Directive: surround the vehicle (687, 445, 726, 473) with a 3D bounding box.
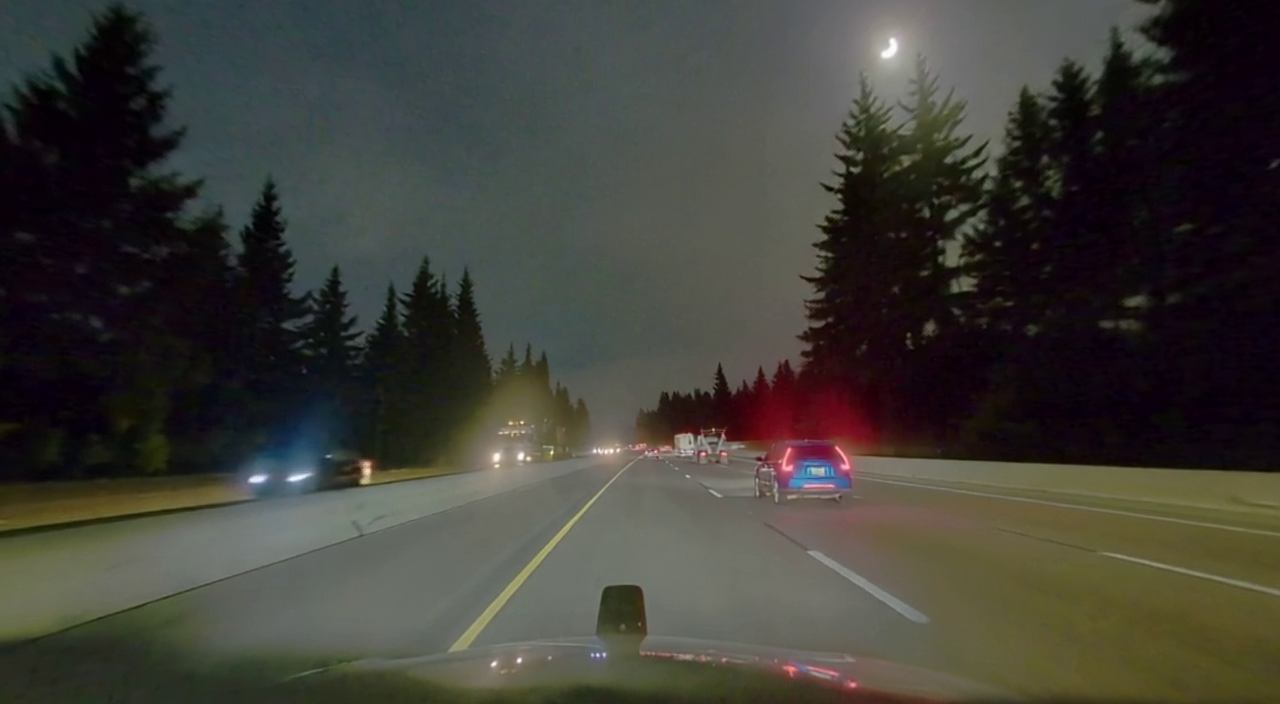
[{"bbox_3d":[4.244,6.883,40.704,2.022,1.658,4.132,0,-9,0],"label":"vehicle"}]

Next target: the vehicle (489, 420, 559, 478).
[{"bbox_3d":[-7.565,6.508,42.350,3.011,3.465,8.510,0,-9,1],"label":"vehicle"}]

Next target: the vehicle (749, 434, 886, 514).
[{"bbox_3d":[3.981,2.810,14.925,2.005,1.604,4.002,0,-9,-1],"label":"vehicle"}]

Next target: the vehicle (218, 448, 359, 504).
[{"bbox_3d":[-12.668,4.469,23.245,2.143,1.787,5.264,0,-9,0],"label":"vehicle"}]
